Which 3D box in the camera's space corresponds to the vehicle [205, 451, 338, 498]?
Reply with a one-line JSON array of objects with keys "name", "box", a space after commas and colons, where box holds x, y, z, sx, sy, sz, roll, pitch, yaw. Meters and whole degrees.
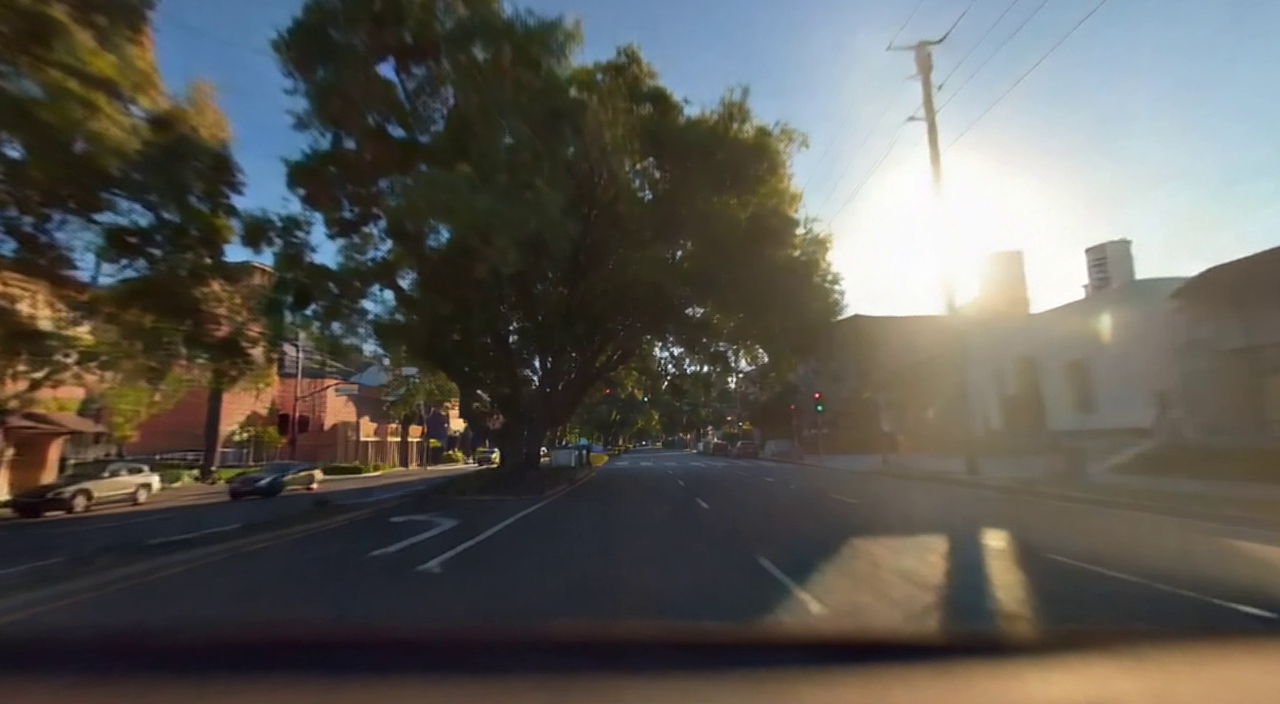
[{"name": "vehicle", "box": [-12.894, 4.286, 22.499, 2.034, 1.447, 4.484, 0, -9, 0]}]

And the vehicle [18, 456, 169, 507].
[{"name": "vehicle", "box": [-19.591, 4.612, 22.933, 1.851, 1.584, 4.035, 0, -9, 0]}]
